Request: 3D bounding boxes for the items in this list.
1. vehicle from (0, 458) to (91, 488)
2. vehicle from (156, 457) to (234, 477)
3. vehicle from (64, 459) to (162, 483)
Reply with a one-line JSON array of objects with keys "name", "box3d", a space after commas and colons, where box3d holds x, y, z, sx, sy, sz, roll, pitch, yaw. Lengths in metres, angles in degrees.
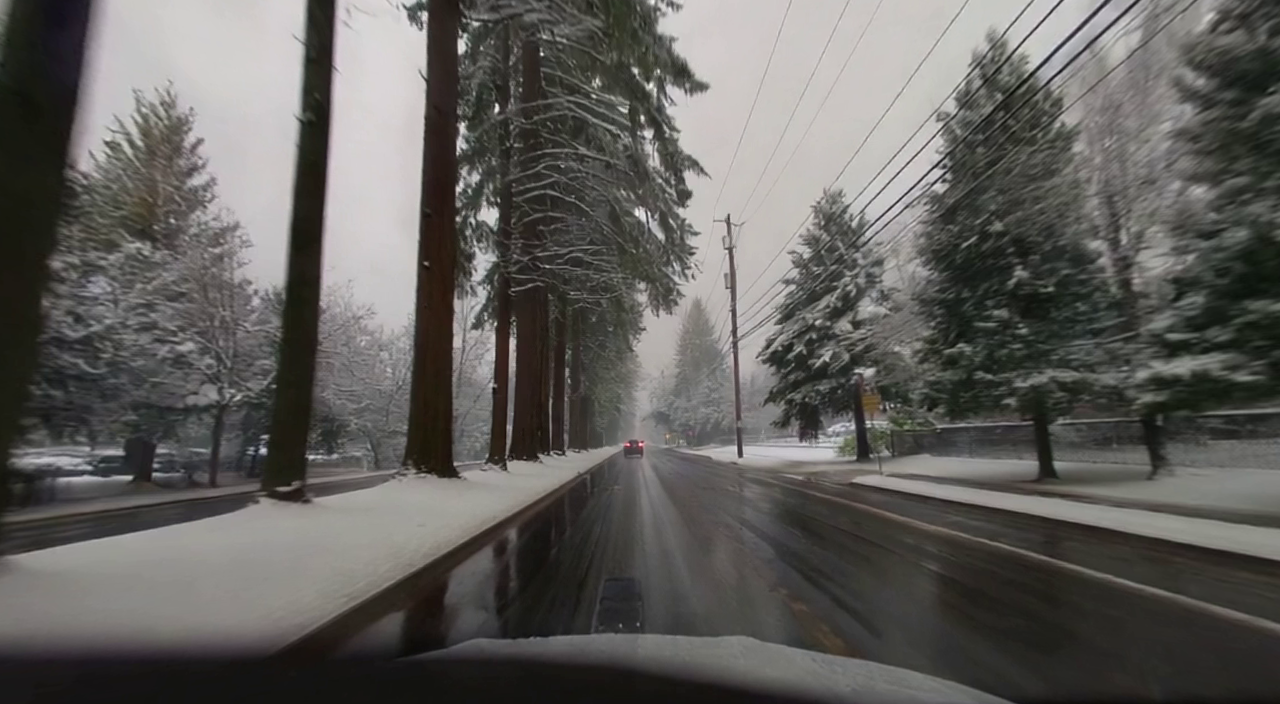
[{"name": "vehicle", "box3d": [-33.945, 6.786, 35.550, 4.280, 1.535, 1.888, -1, -9, 0]}, {"name": "vehicle", "box3d": [-34.252, 8.845, 48.739, 4.499, 1.448, 1.915, 0, -8, -3]}, {"name": "vehicle", "box3d": [-33.939, 7.686, 40.783, 4.581, 1.402, 1.921, 0, -8, -1]}]
